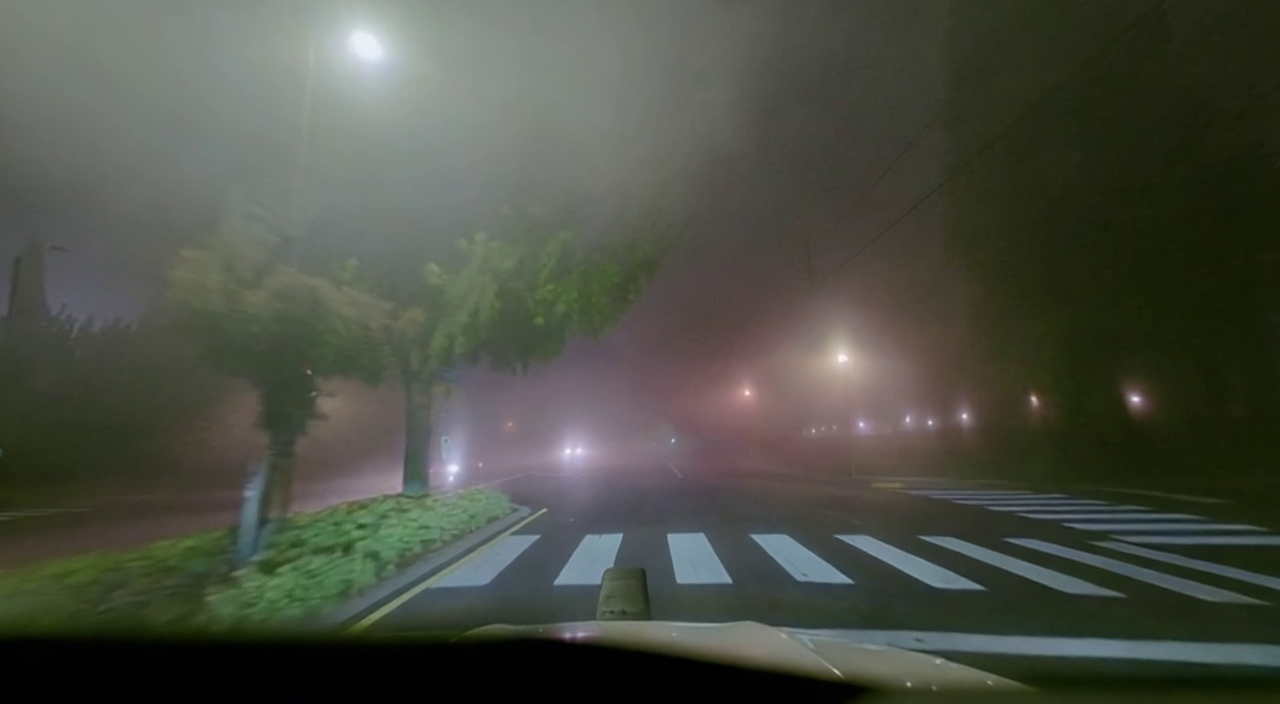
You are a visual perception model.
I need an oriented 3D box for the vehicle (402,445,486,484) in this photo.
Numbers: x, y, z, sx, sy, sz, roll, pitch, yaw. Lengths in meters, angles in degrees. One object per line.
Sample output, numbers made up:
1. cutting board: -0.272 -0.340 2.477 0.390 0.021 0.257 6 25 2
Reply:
1. vehicle: -7.941 4.572 26.006 1.900 1.472 4.574 0 -8 1
